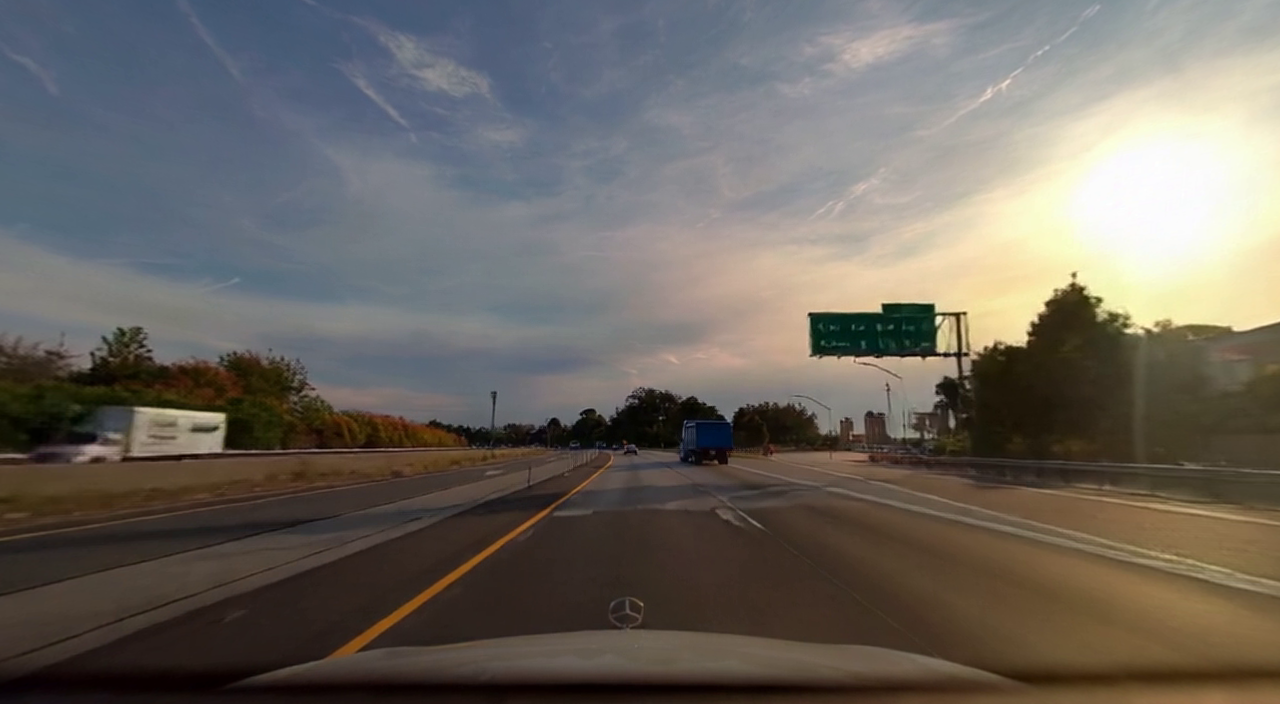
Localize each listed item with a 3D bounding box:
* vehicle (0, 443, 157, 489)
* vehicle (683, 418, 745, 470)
[{"bbox_3d":[-21.007,4.203,23.722,1.874,1.530,4.805,0,-9,0],"label":"vehicle"},{"bbox_3d":[3.798,4.897,33.641,2.430,2.495,6.062,0,-8,-2],"label":"vehicle"}]
